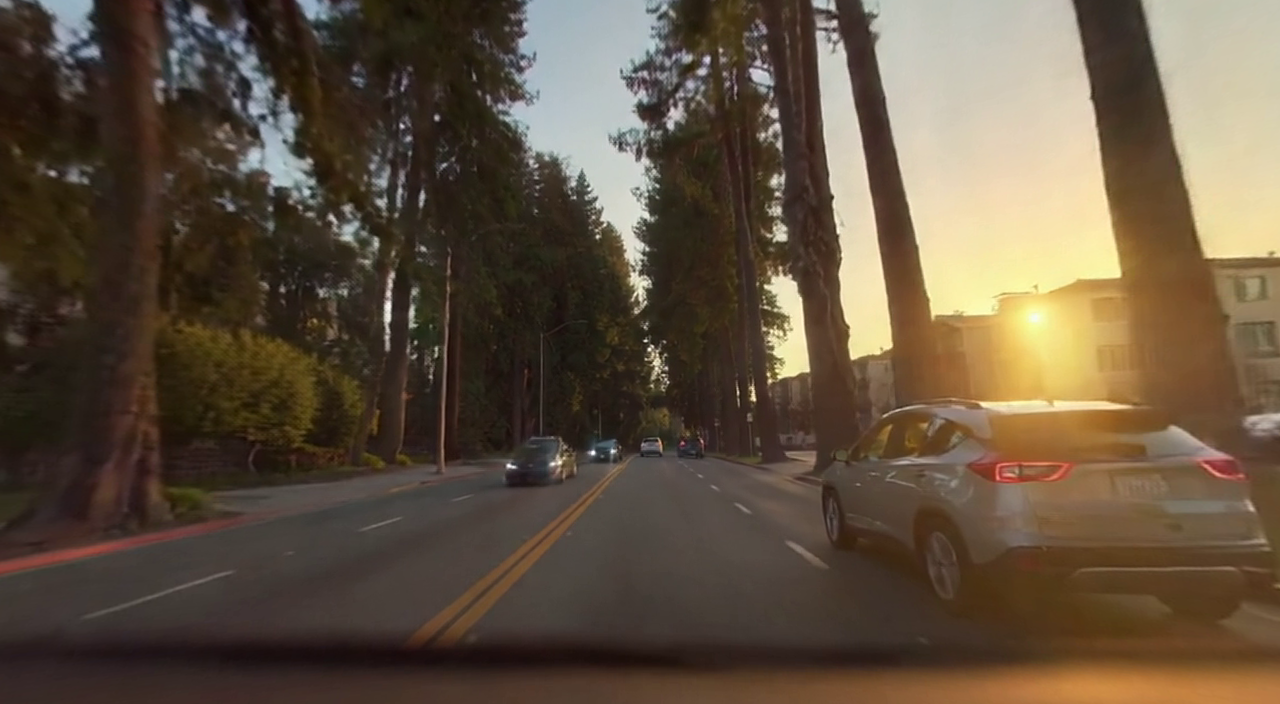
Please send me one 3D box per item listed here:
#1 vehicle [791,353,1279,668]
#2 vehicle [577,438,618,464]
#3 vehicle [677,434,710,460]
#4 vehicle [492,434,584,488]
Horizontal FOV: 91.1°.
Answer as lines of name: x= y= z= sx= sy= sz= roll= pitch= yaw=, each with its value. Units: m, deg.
vehicle: x=3.301 y=1.301 z=6.388 sx=2.219 sy=1.881 sz=5.104 roll=0 pitch=-8 yaw=0
vehicle: x=-2.641 y=6.307 z=40.054 sx=2.151 sy=1.540 sz=4.673 roll=-1 pitch=-8 yaw=2
vehicle: x=3.914 y=7.036 z=46.708 sx=2.069 sy=1.791 sz=4.422 roll=0 pitch=-8 yaw=1
vehicle: x=-3.108 y=3.431 z=20.139 sx=2.096 sy=1.515 sz=4.481 roll=-1 pitch=-8 yaw=2
